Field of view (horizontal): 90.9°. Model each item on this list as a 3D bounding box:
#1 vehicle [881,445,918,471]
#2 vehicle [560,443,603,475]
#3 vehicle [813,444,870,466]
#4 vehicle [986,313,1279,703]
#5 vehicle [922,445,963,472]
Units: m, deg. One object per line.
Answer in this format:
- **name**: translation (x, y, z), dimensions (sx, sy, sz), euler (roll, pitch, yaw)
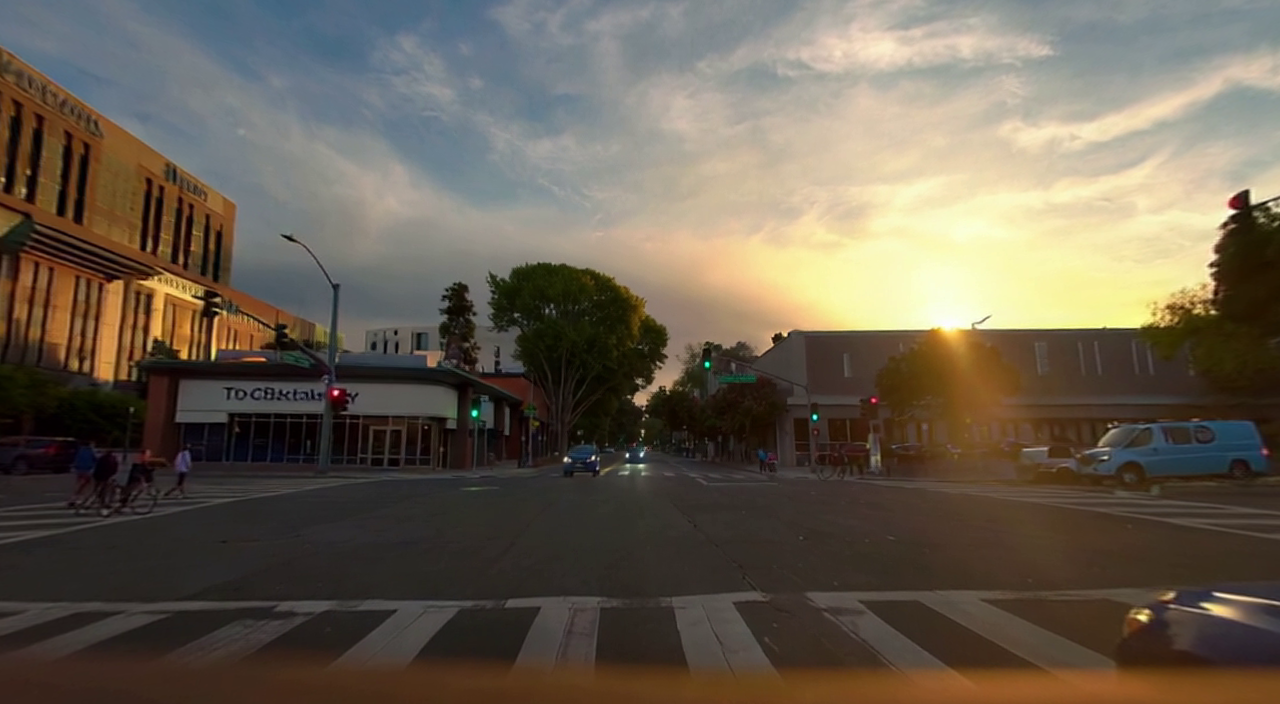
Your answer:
- **vehicle**: translation (15.878, 6.472, 38.735), dimensions (1.875, 1.543, 3.853), euler (-3, -9, 20)
- **vehicle**: translation (-3.163, 5.875, 34.846), dimensions (1.961, 1.658, 4.064), euler (0, -8, 0)
- **vehicle**: translation (15.087, 7.714, 47.442), dimensions (1.924, 1.579, 4.084), euler (3, -9, -19)
- **vehicle**: translation (2.872, 0.625, 0.934), dimensions (2.048, 1.725, 4.754), euler (0, -8, 1)
- **vehicle**: translation (18.281, 6.406, 38.269), dimensions (1.791, 1.520, 3.649), euler (-3, -9, 19)
